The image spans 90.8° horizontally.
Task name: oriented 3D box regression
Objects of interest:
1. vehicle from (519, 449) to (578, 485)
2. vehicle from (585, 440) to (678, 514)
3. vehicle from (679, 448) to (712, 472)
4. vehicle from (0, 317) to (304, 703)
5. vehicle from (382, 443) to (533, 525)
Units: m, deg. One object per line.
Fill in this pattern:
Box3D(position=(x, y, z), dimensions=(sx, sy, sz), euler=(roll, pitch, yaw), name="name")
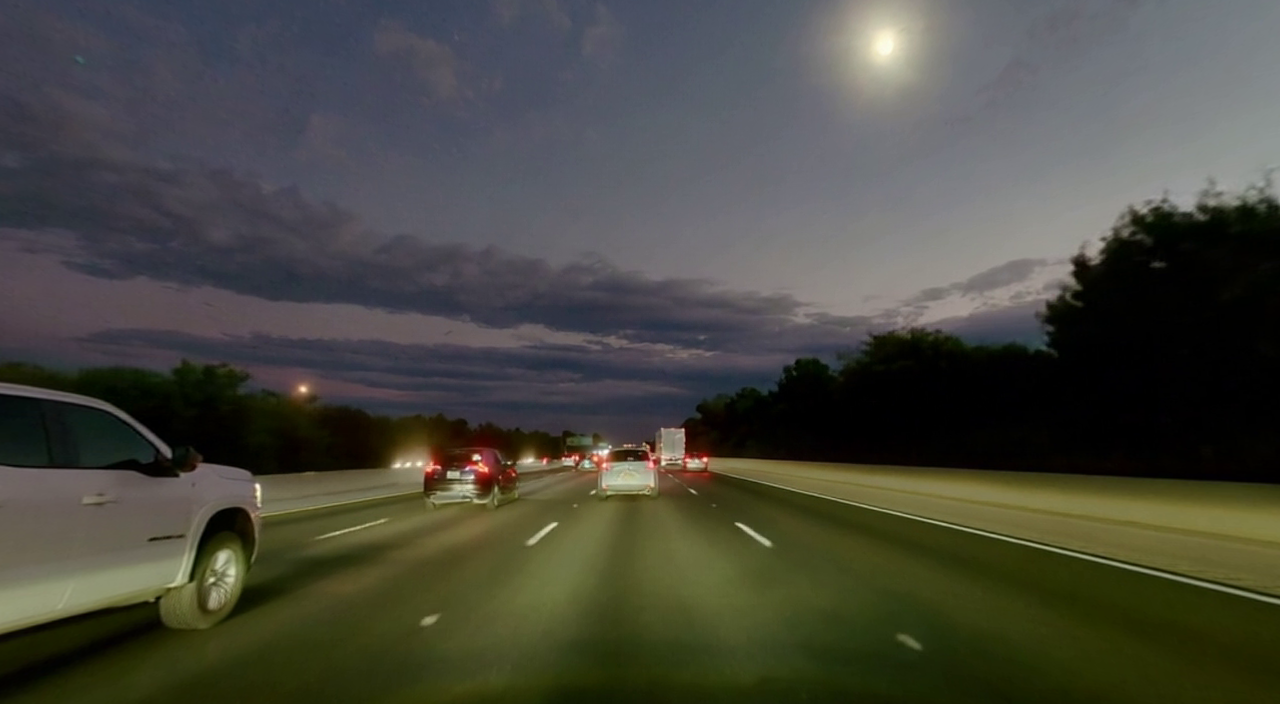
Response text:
Box3D(position=(-4.016, 5.100, 28.340), dimensions=(1.999, 1.484, 4.269), euler=(0, -9, 0), name="vehicle")
Box3D(position=(-0.196, 2.994, 15.491), dimensions=(1.996, 1.574, 3.426), euler=(0, -9, 0), name="vehicle")
Box3D(position=(3.727, 7.356, 43.053), dimensions=(1.858, 1.537, 3.838), euler=(0, -9, -1), name="vehicle")
Box3D(position=(-3.929, 0.785, 2.653), dimensions=(2.243, 1.889, 4.949), euler=(0, -9, 0), name="vehicle")
Box3D(position=(-3.746, 2.792, 13.901), dimensions=(1.988, 1.501, 4.438), euler=(0, -9, 0), name="vehicle")
